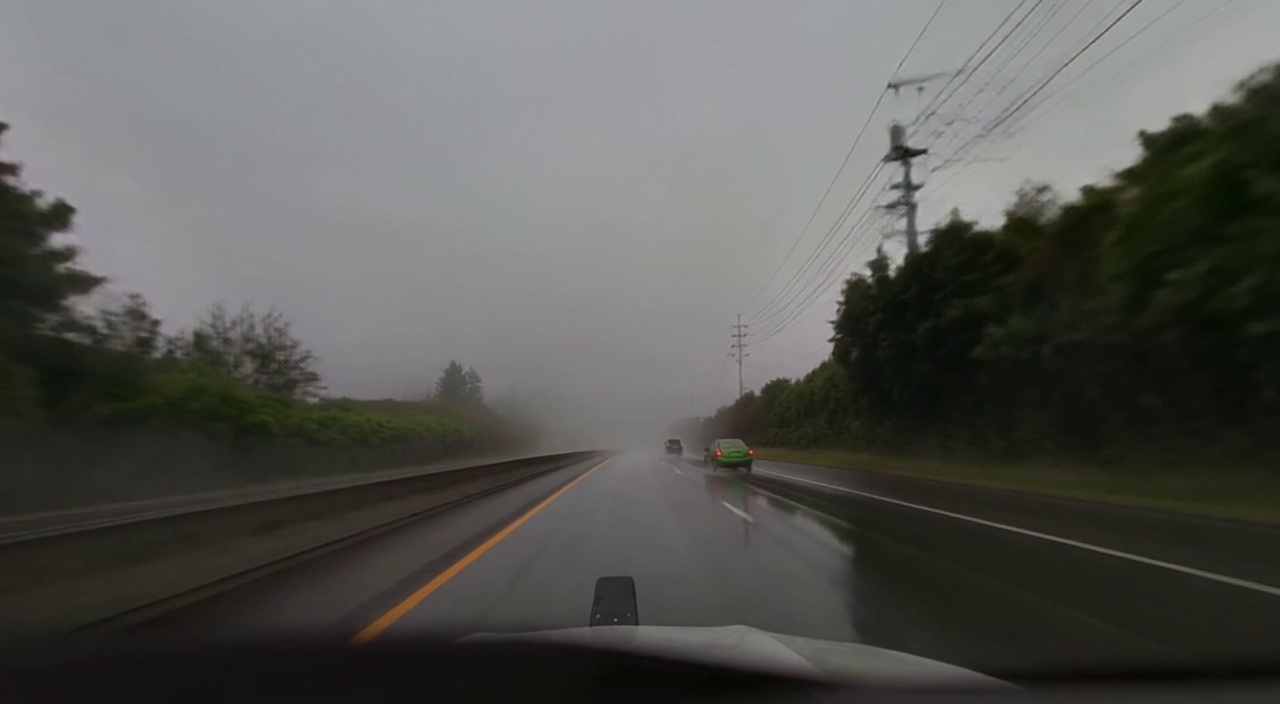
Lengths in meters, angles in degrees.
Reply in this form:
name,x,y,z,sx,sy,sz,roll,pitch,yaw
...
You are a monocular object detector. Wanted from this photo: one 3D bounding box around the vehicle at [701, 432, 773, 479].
name,x,y,z,sx,sy,sz,roll,pitch,yaw
vehicle,3.570,3.896,23.965,1.977,1.581,4.428,0,-8,-1
